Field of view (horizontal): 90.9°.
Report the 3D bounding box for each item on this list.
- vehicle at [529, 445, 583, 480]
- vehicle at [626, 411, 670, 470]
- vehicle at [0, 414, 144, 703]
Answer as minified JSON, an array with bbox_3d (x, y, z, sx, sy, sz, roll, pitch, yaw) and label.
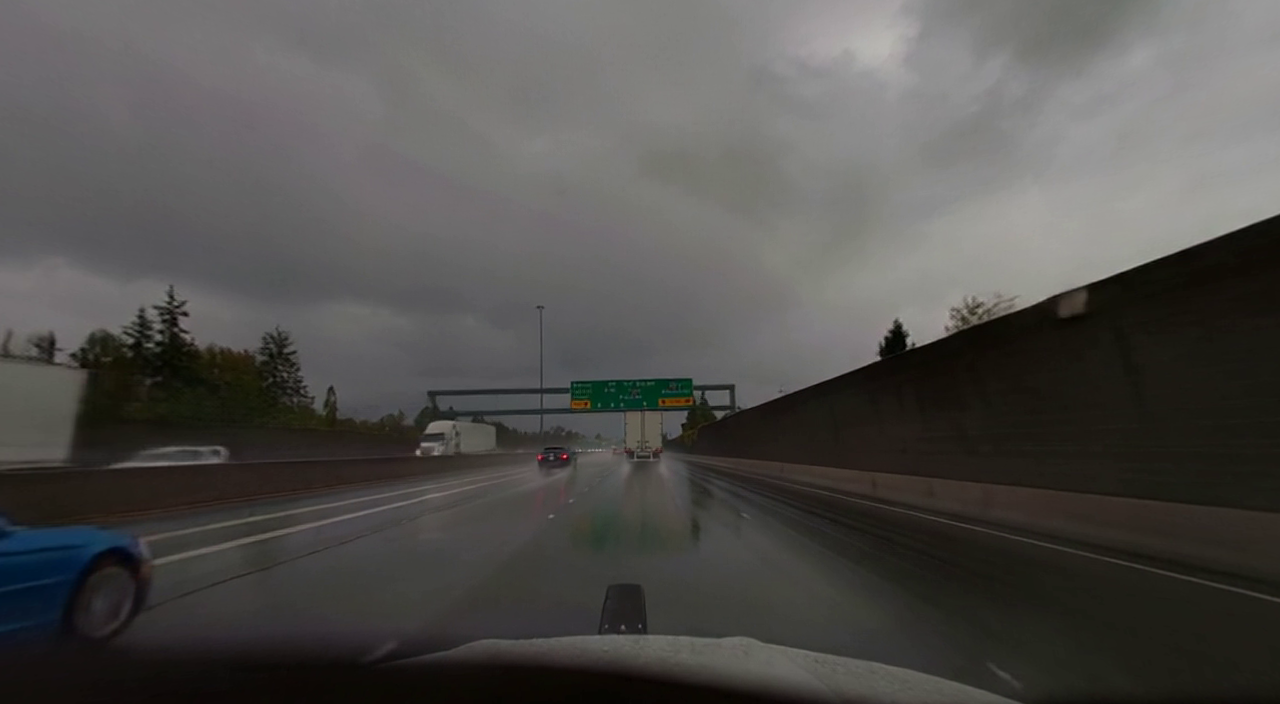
[{"bbox_3d":[-4.031,5.376,30.954,1.974,1.531,4.429,0,-9,1],"label":"vehicle"},{"bbox_3d":[0.621,6.908,48.692,2.980,4.051,10.359,0,-9,1],"label":"vehicle"},{"bbox_3d":[-4.212,0.826,1.652,1.977,1.478,4.702,0,-9,0],"label":"vehicle"}]
